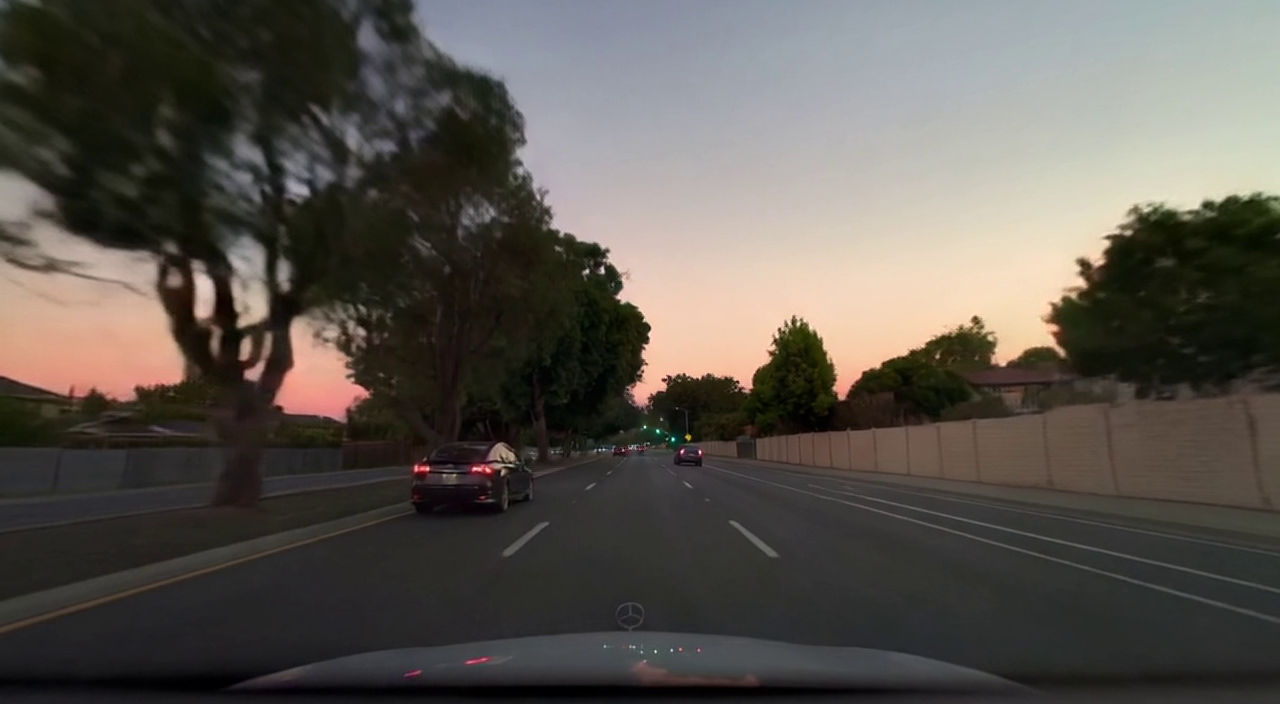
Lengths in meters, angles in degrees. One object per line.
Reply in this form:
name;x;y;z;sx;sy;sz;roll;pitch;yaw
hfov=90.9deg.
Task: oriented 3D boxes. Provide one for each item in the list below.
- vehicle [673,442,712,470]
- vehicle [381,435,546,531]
vehicle;3.432;6.903;42.088;2.114;1.780;4.445;0;-8;-1
vehicle;-3.193;2.455;12.471;1.966;1.524;4.410;0;-8;0
